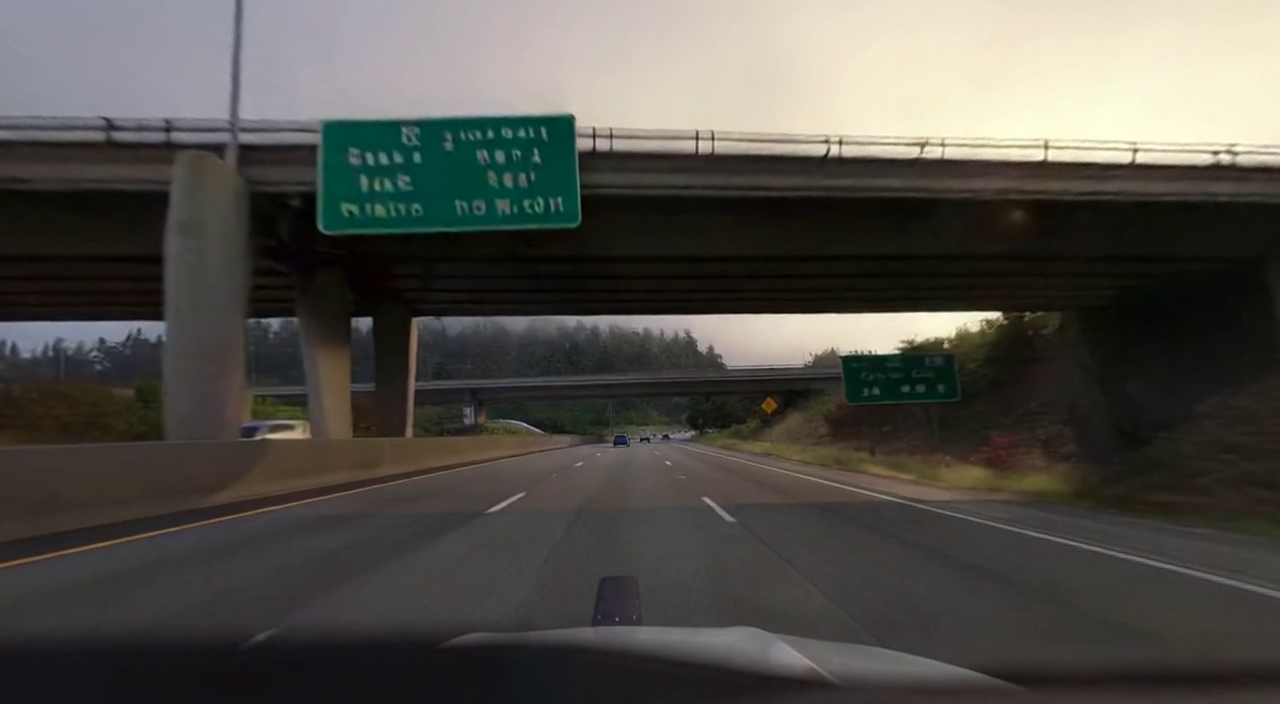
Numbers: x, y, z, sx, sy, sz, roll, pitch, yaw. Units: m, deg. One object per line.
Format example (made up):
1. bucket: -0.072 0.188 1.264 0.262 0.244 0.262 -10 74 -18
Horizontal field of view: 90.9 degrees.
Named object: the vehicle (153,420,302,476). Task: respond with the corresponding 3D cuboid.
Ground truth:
1. vehicle: -13.182 3.090 20.532 1.869 1.601 4.415 0 -8 0
